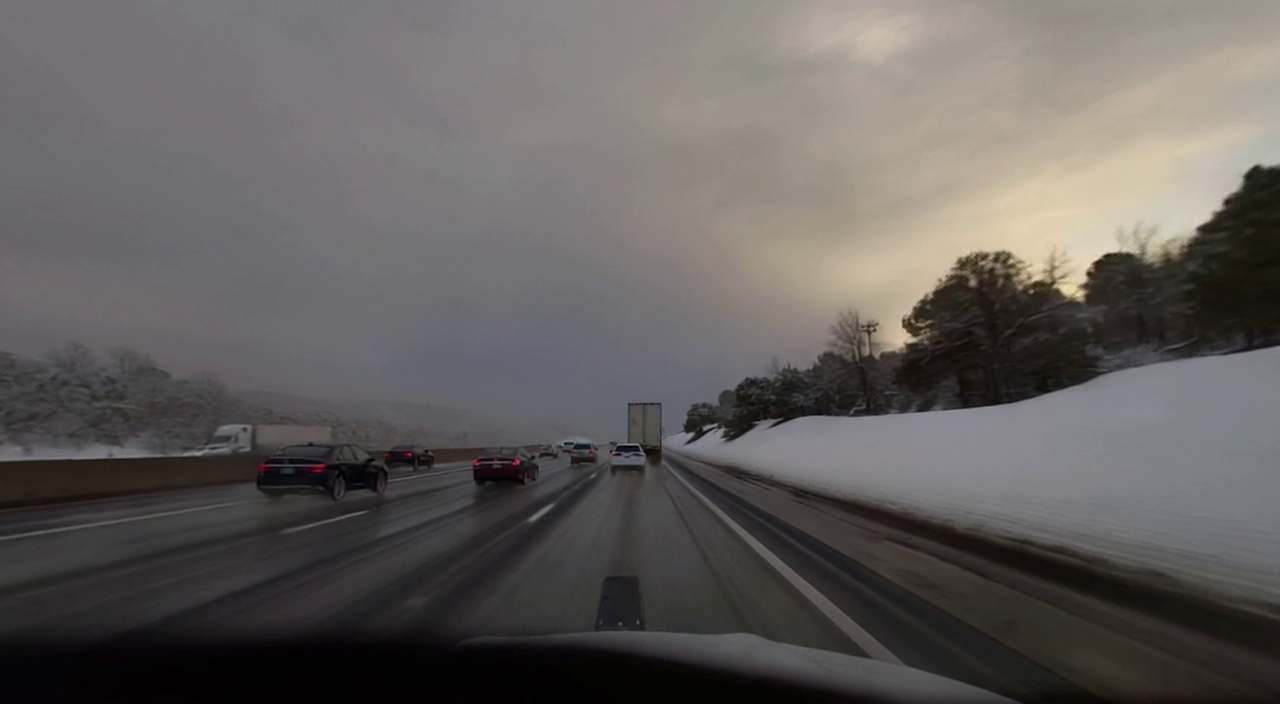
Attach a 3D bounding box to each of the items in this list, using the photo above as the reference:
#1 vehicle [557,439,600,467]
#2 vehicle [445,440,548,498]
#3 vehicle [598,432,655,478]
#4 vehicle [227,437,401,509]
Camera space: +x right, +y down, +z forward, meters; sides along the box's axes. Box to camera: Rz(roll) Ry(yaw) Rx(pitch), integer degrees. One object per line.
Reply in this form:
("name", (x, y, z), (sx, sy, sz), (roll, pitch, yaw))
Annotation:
("vehicle", (-3.789, 6.303, 39.448), (2.155, 1.661, 4.477), (0, -9, 1))
("vehicle", (-4.077, 3.401, 18.741), (1.943, 1.468, 4.547), (0, -9, 0))
("vehicle", (-0.535, 4.403, 27.133), (2.281, 1.795, 4.297), (1, -9, 0))
("vehicle", (-7.824, 2.919, 15.675), (2.029, 1.507, 4.204), (0, -9, 1))
